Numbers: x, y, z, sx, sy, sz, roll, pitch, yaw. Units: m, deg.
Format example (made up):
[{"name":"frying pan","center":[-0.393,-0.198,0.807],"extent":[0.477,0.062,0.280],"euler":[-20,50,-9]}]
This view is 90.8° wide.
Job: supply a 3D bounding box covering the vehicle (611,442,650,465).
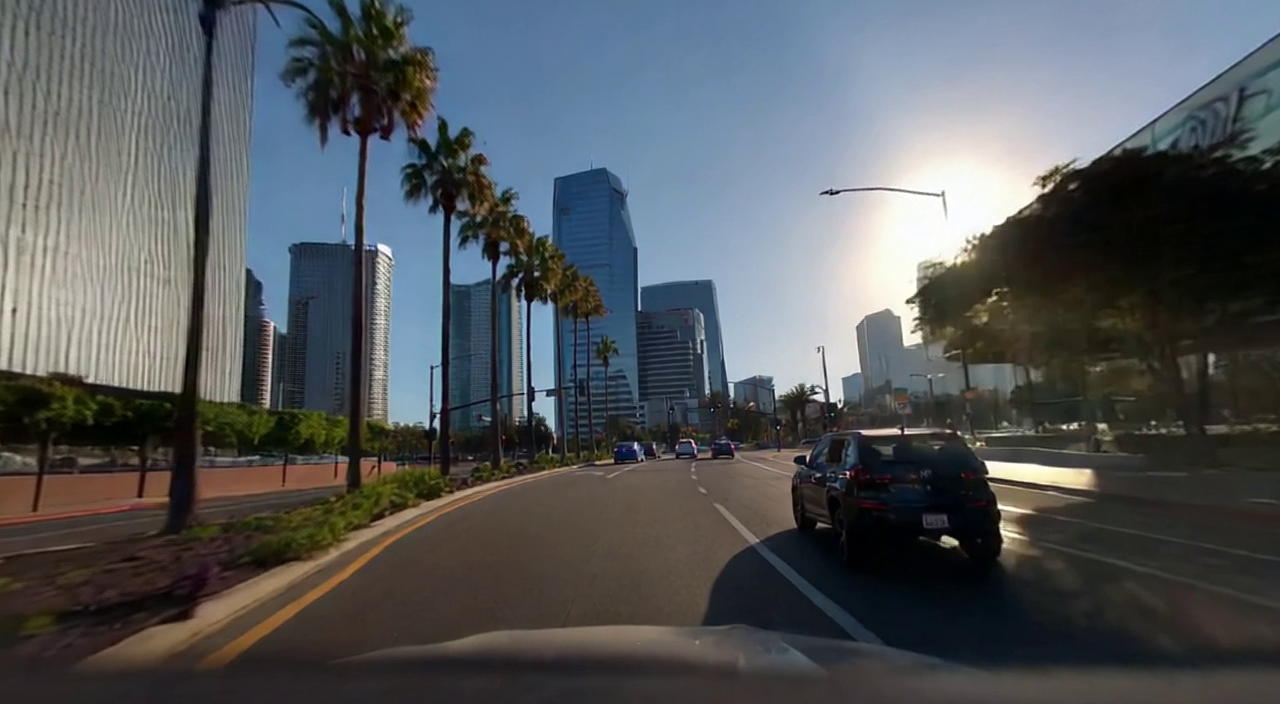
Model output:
[{"name":"vehicle","center":[-0.602,7.034,43.972],"extent":[1.962,1.480,4.605],"euler":[-2,-9,8]}]
